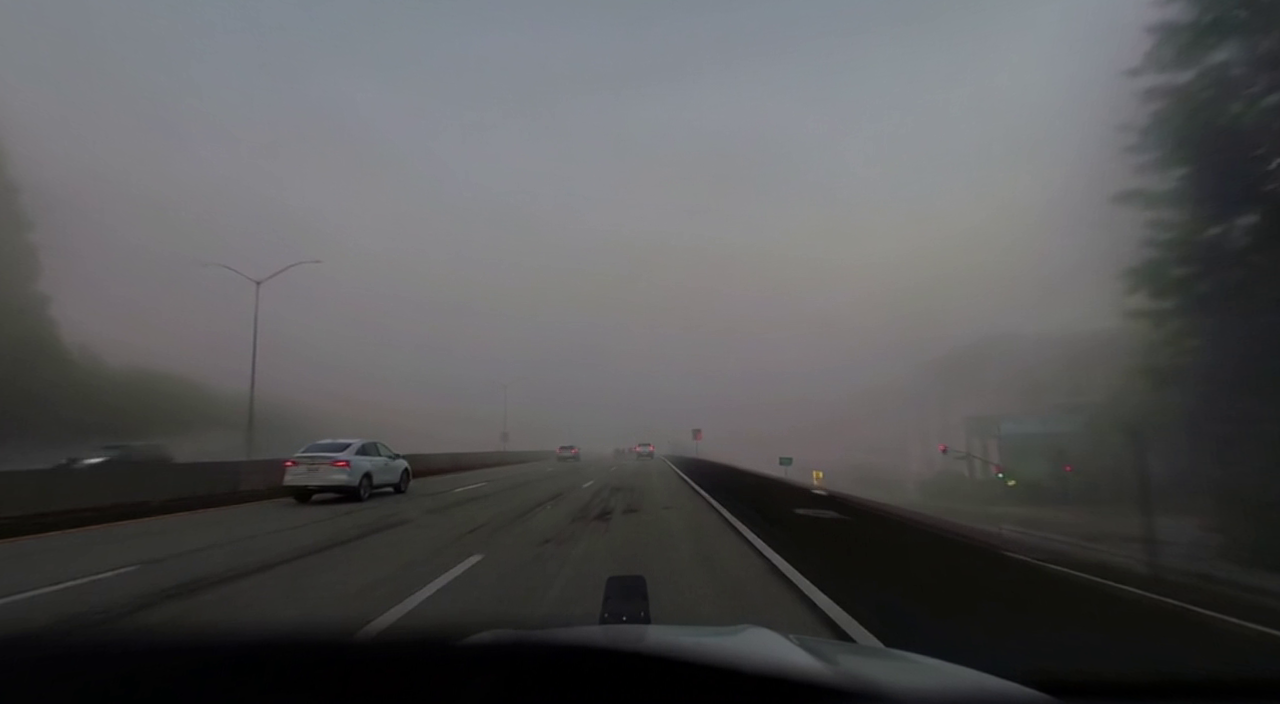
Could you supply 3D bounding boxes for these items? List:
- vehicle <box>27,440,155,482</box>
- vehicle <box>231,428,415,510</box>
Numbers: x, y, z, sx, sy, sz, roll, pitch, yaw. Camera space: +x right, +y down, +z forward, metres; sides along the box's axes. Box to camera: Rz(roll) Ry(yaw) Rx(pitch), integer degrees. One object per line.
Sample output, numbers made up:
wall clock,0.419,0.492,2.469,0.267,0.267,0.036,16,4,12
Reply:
vehicle,-28.485,5.650,33.029,2.080,1.998,5.075,0,-8,0
vehicle,-7.322,2.744,15.243,2.088,1.678,4.426,0,-8,1
